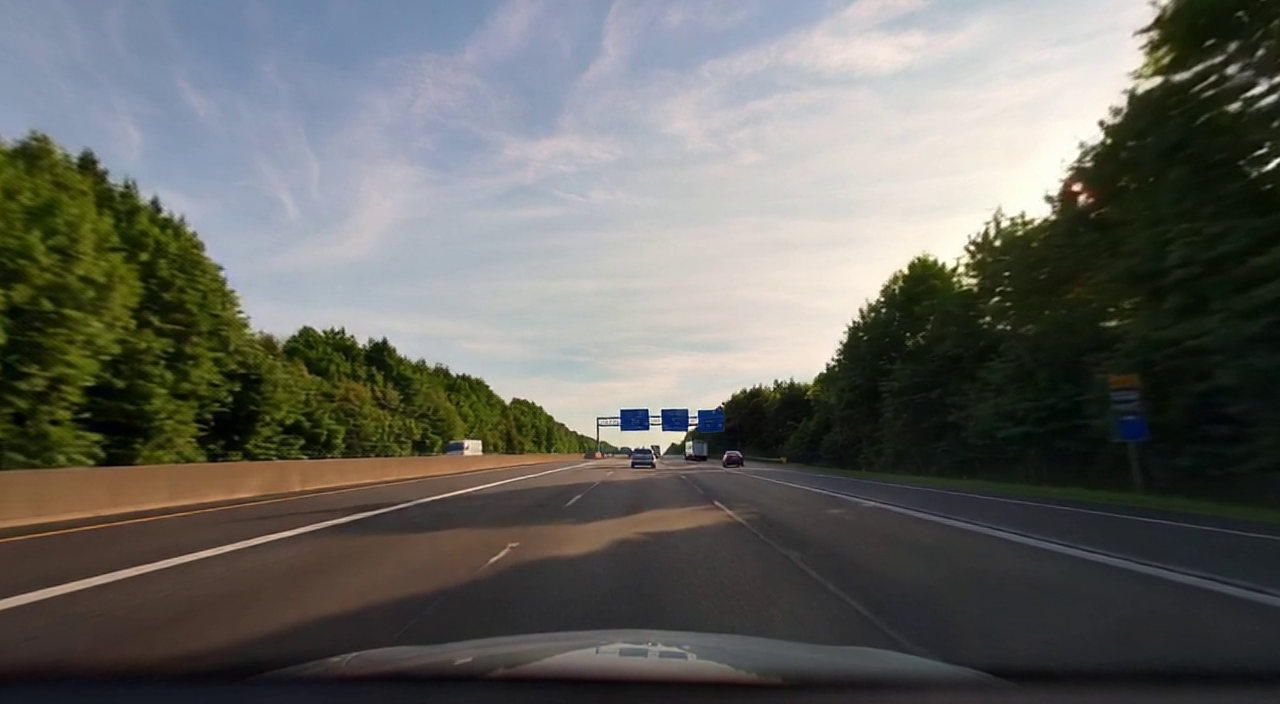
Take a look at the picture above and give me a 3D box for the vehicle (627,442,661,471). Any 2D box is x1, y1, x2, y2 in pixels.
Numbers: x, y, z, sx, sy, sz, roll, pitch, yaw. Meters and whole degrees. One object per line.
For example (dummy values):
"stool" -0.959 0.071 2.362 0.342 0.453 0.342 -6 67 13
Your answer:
"vehicle" 0.278 7.035 42.507 2.167 1.847 4.097 0 -9 0
